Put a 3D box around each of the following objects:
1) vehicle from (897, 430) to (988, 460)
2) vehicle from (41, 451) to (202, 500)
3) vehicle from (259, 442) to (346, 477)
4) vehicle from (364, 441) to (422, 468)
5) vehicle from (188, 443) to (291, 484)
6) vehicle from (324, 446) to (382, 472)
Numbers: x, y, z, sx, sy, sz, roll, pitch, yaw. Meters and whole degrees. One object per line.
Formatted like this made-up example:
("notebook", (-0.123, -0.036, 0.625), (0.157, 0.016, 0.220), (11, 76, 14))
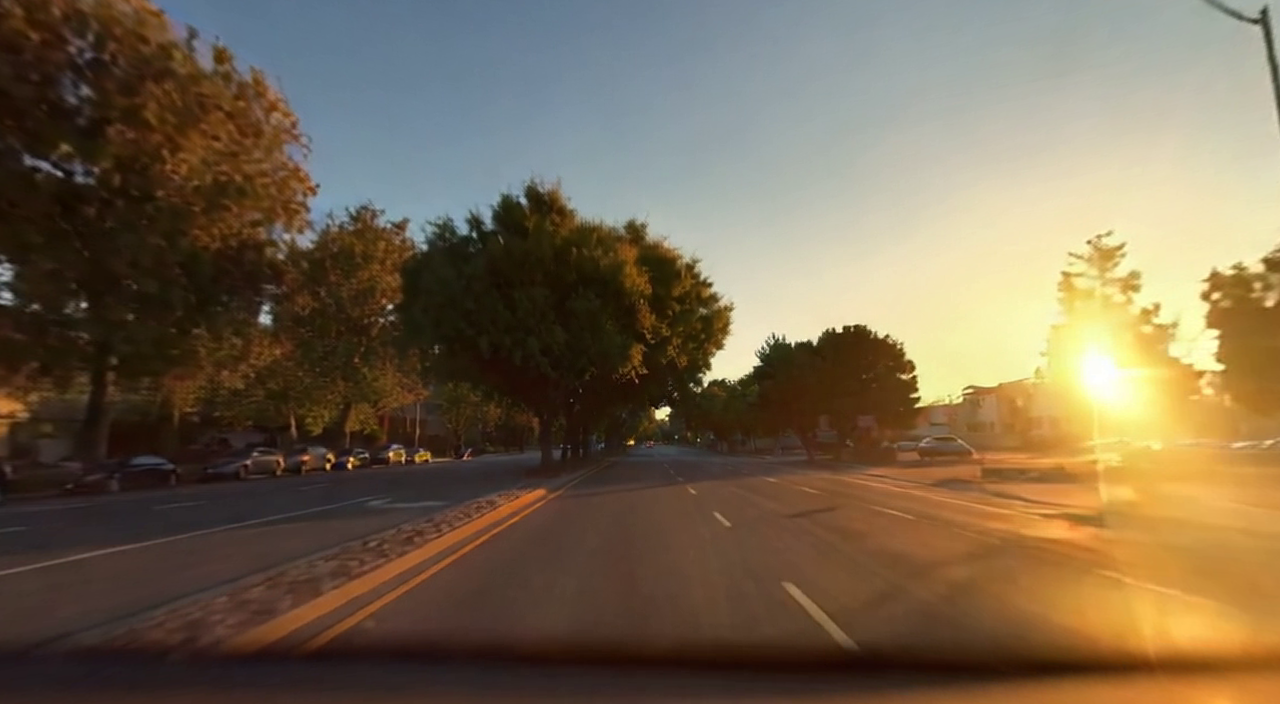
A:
("vehicle", (22.213, 6.838, 46.400), (5.532, 2.065, 2.166), (-1, -8, 0))
("vehicle", (-18.044, 4.271, 22.272), (1.839, 1.456, 4.507), (0, -8, 0))
("vehicle", (-18.153, 5.751, 34.215), (2.115, 1.716, 4.900), (0, -8, -2))
("vehicle", (-17.826, 7.391, 45.750), (1.941, 1.848, 5.279), (0, -8, 1))
("vehicle", (-18.015, 4.999, 28.644), (1.952, 1.649, 4.414), (0, -8, -3))
("vehicle", (-18.178, 6.776, 40.102), (1.736, 1.489, 4.347), (0, -8, -2))
